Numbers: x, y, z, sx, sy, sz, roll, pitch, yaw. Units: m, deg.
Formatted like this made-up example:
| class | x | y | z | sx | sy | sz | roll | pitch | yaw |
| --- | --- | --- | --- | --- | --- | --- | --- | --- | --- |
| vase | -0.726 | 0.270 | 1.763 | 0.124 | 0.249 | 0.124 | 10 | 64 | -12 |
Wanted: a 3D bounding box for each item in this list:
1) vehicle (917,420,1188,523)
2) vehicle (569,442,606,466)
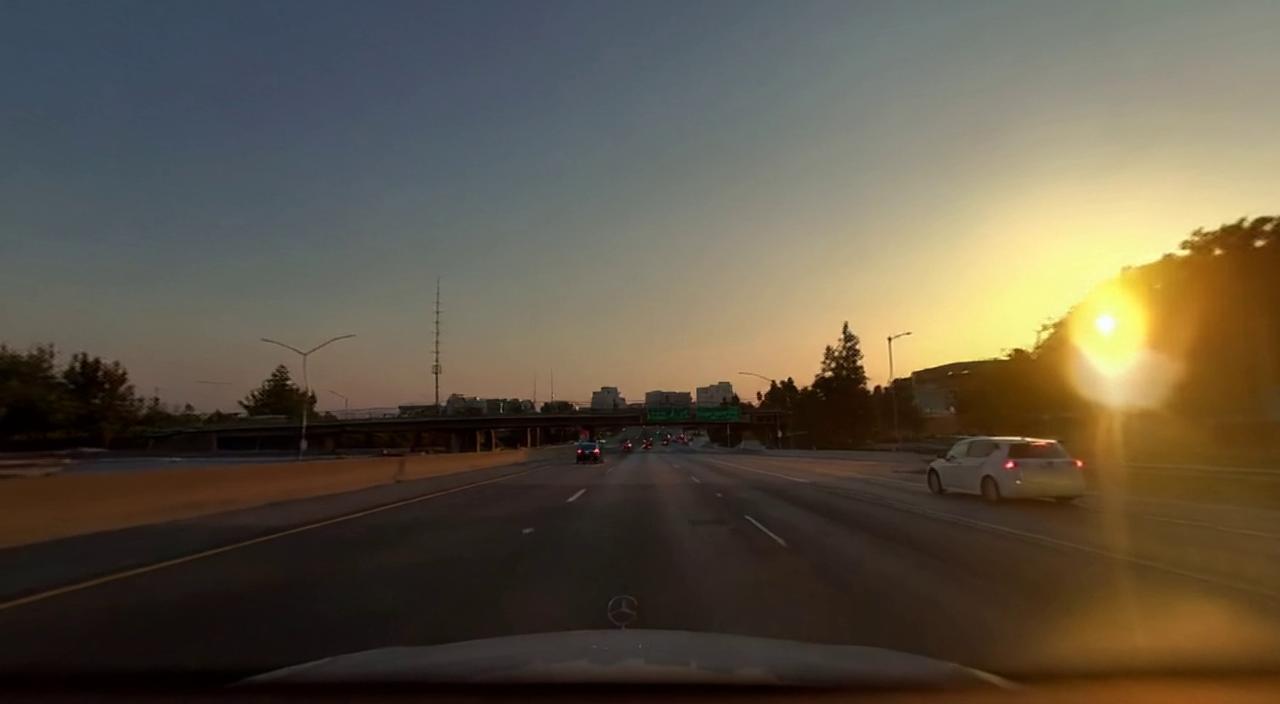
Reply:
| class | x | y | z | sx | sy | sz | roll | pitch | yaw |
| --- | --- | --- | --- | --- | --- | --- | --- | --- | --- |
| vehicle | 7.562 | 2.243 | 12.335 | 2.032 | 1.601 | 4.863 | 0 | -8 | 0 |
| vehicle | -3.479 | 6.875 | 42.538 | 2.055 | 1.533 | 4.604 | 0 | -8 | 1 |
